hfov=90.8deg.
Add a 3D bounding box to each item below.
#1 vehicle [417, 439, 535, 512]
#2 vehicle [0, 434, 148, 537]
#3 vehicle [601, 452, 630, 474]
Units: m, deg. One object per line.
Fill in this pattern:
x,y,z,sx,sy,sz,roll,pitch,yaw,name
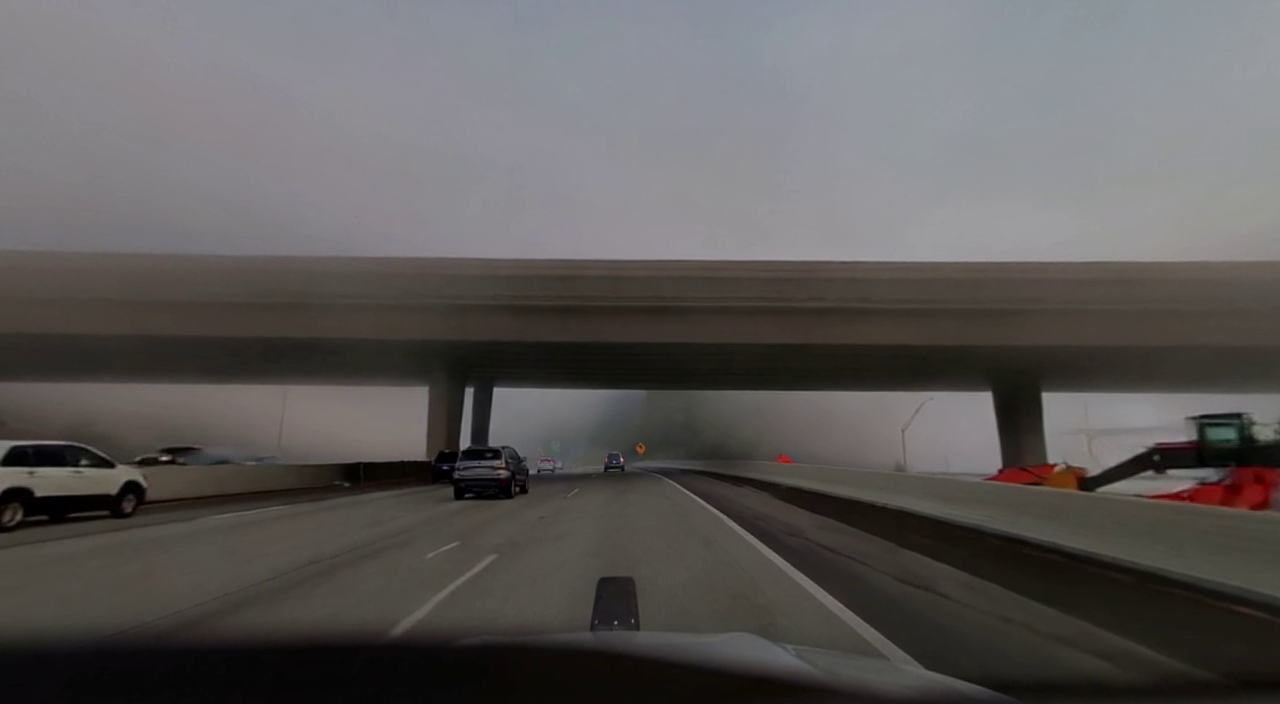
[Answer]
-4.145,3.164,16.740,2.024,1.655,4.192,0,-8,-1,vehicle
-11.583,2.345,11.415,1.967,1.681,4.203,0,-8,-1,vehicle
-1.842,8.231,47.114,2.051,1.459,4.092,1,-8,-3,vehicle
